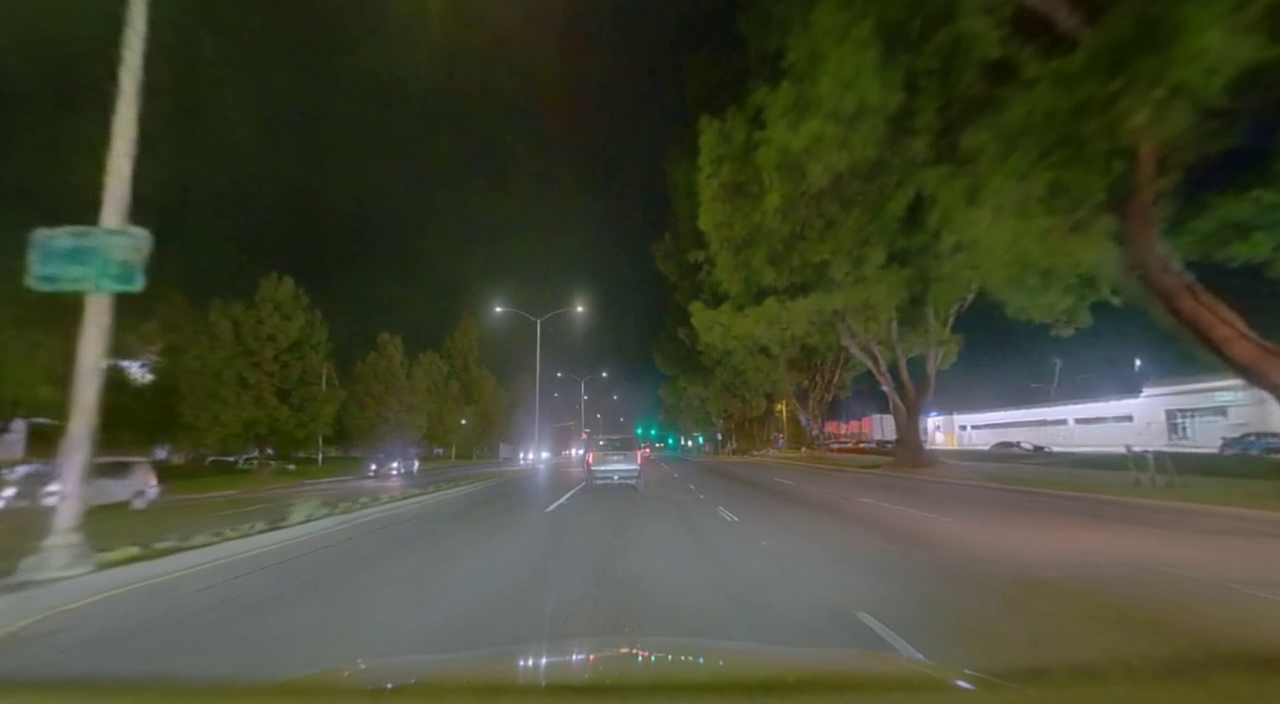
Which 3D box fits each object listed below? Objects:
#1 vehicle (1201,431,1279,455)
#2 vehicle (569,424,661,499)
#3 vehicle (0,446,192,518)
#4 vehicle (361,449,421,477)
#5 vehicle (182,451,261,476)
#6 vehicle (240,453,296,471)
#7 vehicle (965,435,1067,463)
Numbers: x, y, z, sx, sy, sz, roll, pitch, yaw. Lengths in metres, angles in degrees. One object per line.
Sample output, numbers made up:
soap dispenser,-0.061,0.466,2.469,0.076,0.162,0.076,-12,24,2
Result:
vehicle,39.780,5.944,41.265,4.167,1.455,2.067,-1,-8,0
vehicle,-0.774,3.119,18.394,2.300,1.870,4.936,0,-8,-3
vehicle,-16.267,3.746,18.925,2.127,1.836,4.833,0,-8,0
vehicle,-15.575,6.931,39.787,2.022,1.615,4.324,0,-8,0
vehicle,-29.204,7.787,44.175,4.287,1.464,2.016,-3,-7,7
vehicle,-29.232,8.650,49.672,3.327,1.360,1.672,-1,-9,4
vehicle,20.722,5.366,34.951,4.339,1.456,2.030,0,-8,-2
